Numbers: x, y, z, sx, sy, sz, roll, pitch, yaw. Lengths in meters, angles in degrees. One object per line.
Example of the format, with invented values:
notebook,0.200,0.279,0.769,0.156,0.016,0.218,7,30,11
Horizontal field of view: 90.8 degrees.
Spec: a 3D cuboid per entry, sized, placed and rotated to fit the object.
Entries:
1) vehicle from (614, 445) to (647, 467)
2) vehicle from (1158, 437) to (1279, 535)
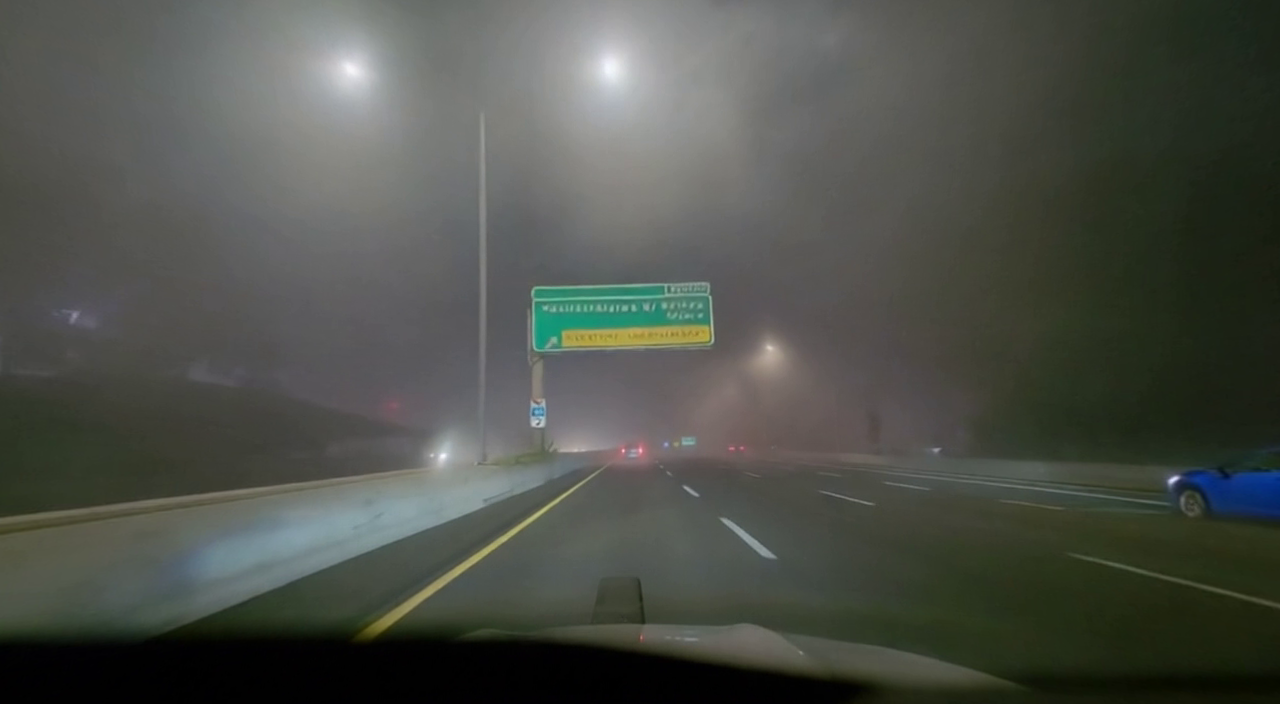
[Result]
vehicle,-0.579,6.614,40.368,2.004,1.259,3.781,0,-8,0
vehicle,10.814,2.032,9.470,2.024,1.481,4.747,0,-8,-1
